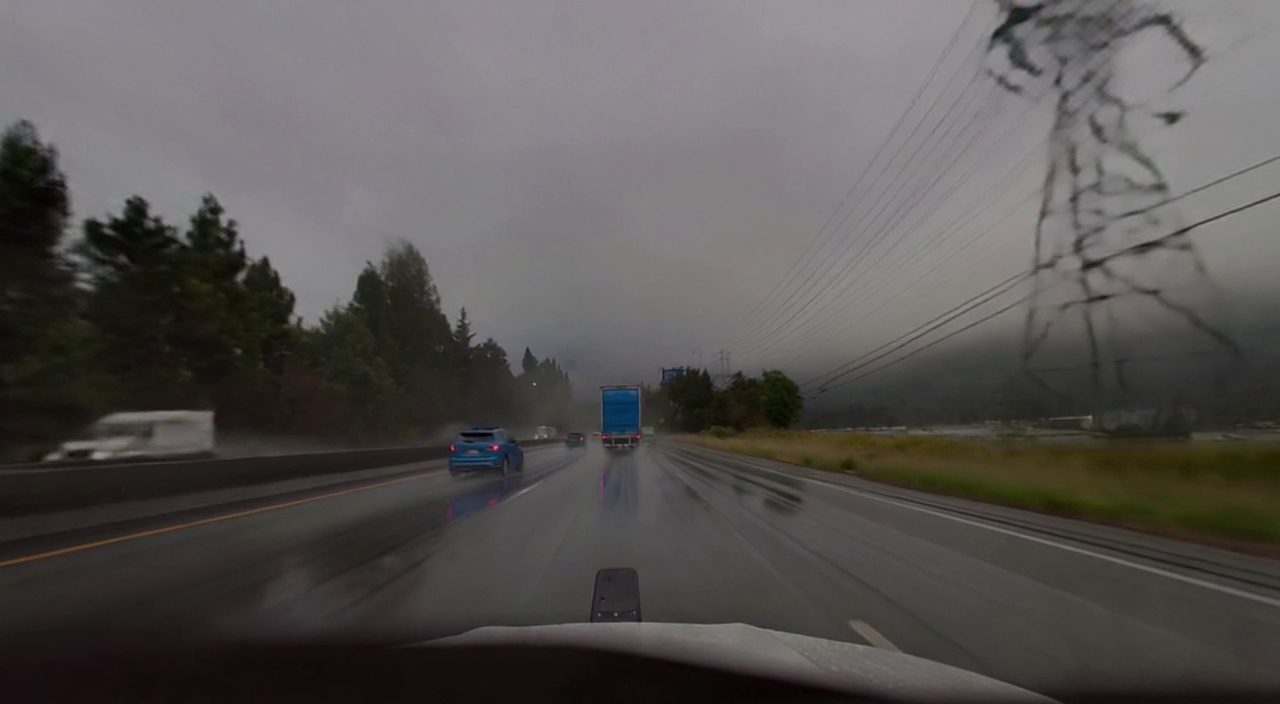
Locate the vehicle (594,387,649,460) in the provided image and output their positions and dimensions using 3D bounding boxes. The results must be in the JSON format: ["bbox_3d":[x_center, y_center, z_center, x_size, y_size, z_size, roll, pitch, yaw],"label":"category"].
[{"bbox_3d":[-1.119,4.458,38.438,2.955,3.851,9.915,0,-8,-2],"label":"vehicle"}]

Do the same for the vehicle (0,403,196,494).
[{"bbox_3d":[-16.935,2.872,19.228,2.335,2.329,6.075,0,-8,0],"label":"vehicle"}]

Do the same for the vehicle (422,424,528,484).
[{"bbox_3d":[-4.936,3.107,19.567,2.117,1.618,4.480,0,-8,-1],"label":"vehicle"}]
